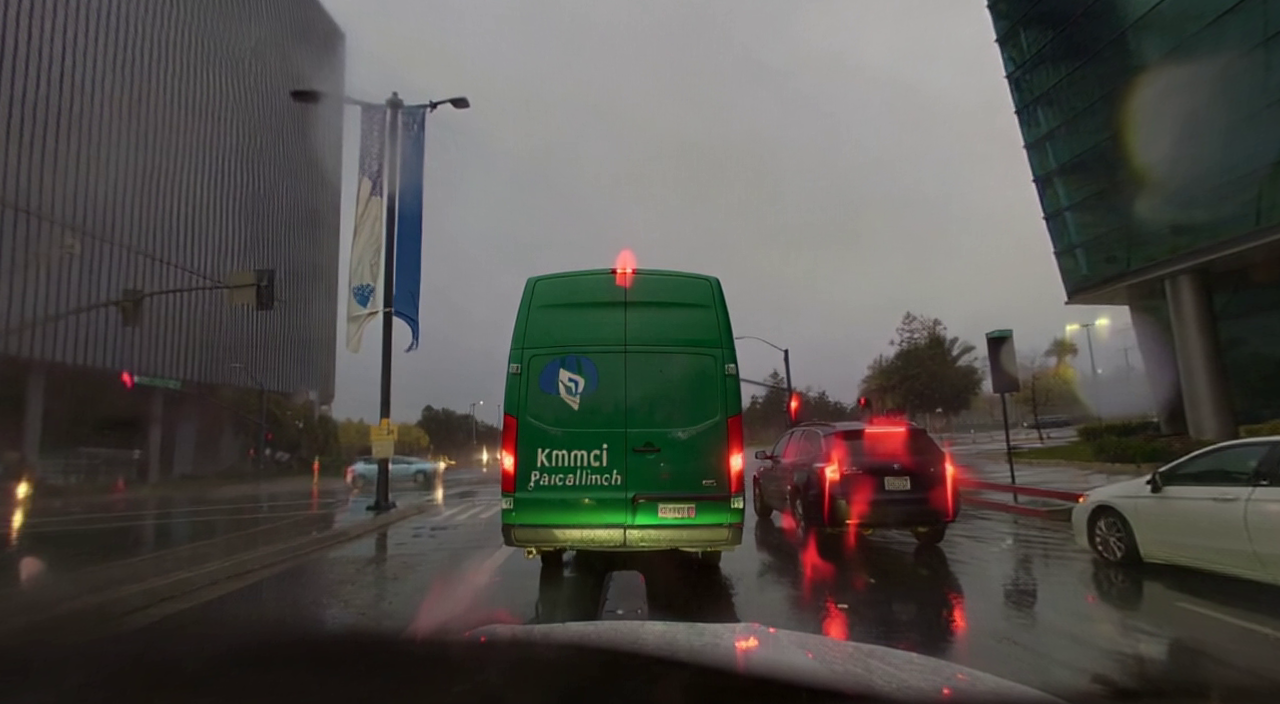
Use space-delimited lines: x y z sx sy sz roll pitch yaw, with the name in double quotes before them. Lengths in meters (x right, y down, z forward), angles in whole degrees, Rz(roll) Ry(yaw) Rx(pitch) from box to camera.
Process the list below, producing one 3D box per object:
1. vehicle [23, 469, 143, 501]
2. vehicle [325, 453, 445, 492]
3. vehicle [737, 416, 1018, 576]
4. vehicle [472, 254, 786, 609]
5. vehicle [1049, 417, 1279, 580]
"vehicle" -31.100 7.436 35.397 4.806 1.652 1.869 0 -8 -2
"vehicle" -11.254 5.345 28.252 4.659 1.615 1.944 2 -9 -13
"vehicle" 2.880 1.862 9.040 2.183 1.676 4.506 0 -8 -1
"vehicle" -0.054 1.167 9.094 2.613 3.035 7.342 0 -8 1
"vehicle" 7.538 1.577 6.996 1.963 1.669 4.678 3 -9 -21
